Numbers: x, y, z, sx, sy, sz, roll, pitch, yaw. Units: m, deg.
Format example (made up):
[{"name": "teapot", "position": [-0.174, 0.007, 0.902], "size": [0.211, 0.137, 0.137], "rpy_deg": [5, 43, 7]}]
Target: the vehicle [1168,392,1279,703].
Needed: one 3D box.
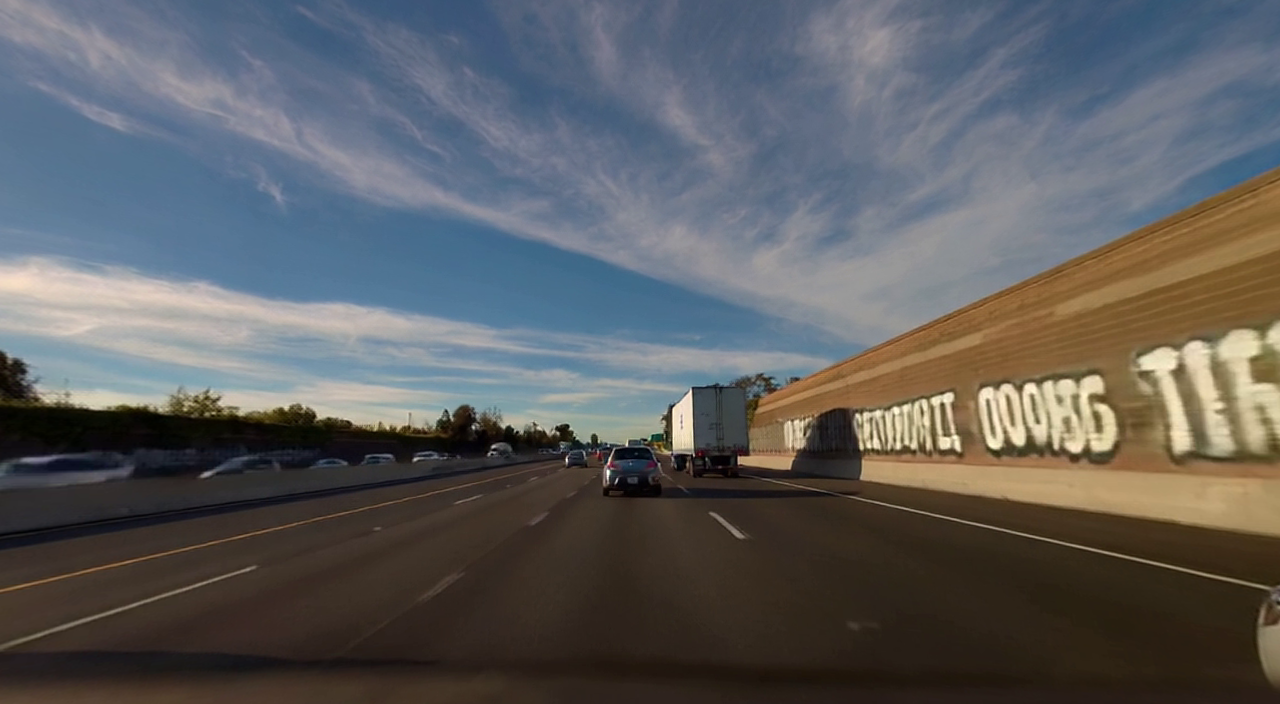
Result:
[{"name": "vehicle", "position": [3.424, 0.602, 0.406], "size": [1.996, 1.497, 4.754], "rpy_deg": [0, -9, -1]}]

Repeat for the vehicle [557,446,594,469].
[{"name": "vehicle", "position": [-4.355, 7.204, 42.991], "size": [2.067, 1.481, 4.085], "rpy_deg": [-1, -9, 1]}]

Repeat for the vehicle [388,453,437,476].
[{"name": "vehicle", "position": [-15.658, 7.760, 43.493], "size": [1.908, 1.458, 4.057], "rpy_deg": [0, -9, -1]}]

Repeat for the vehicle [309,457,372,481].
[{"name": "vehicle", "position": [-21.013, 8.211, 44.346], "size": [2.070, 1.453, 4.840], "rpy_deg": [0, -9, -1]}]

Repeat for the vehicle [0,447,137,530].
[{"name": "vehicle", "position": [-12.469, 2.580, 12.079], "size": [1.927, 1.477, 4.508], "rpy_deg": [0, -9, -1]}]

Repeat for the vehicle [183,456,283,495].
[{"name": "vehicle", "position": [-17.200, 5.222, 26.811], "size": [1.704, 1.435, 3.861], "rpy_deg": [0, -8, 0]}]

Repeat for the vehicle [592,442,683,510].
[{"name": "vehicle", "position": [-0.114, 3.092, 16.175], "size": [2.033, 1.468, 4.015], "rpy_deg": [0, -9, -1]}]

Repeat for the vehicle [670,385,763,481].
[{"name": "vehicle", "position": [3.560, 4.467, 33.677], "size": [2.902, 4.014, 14.446], "rpy_deg": [0, -9, -1]}]
